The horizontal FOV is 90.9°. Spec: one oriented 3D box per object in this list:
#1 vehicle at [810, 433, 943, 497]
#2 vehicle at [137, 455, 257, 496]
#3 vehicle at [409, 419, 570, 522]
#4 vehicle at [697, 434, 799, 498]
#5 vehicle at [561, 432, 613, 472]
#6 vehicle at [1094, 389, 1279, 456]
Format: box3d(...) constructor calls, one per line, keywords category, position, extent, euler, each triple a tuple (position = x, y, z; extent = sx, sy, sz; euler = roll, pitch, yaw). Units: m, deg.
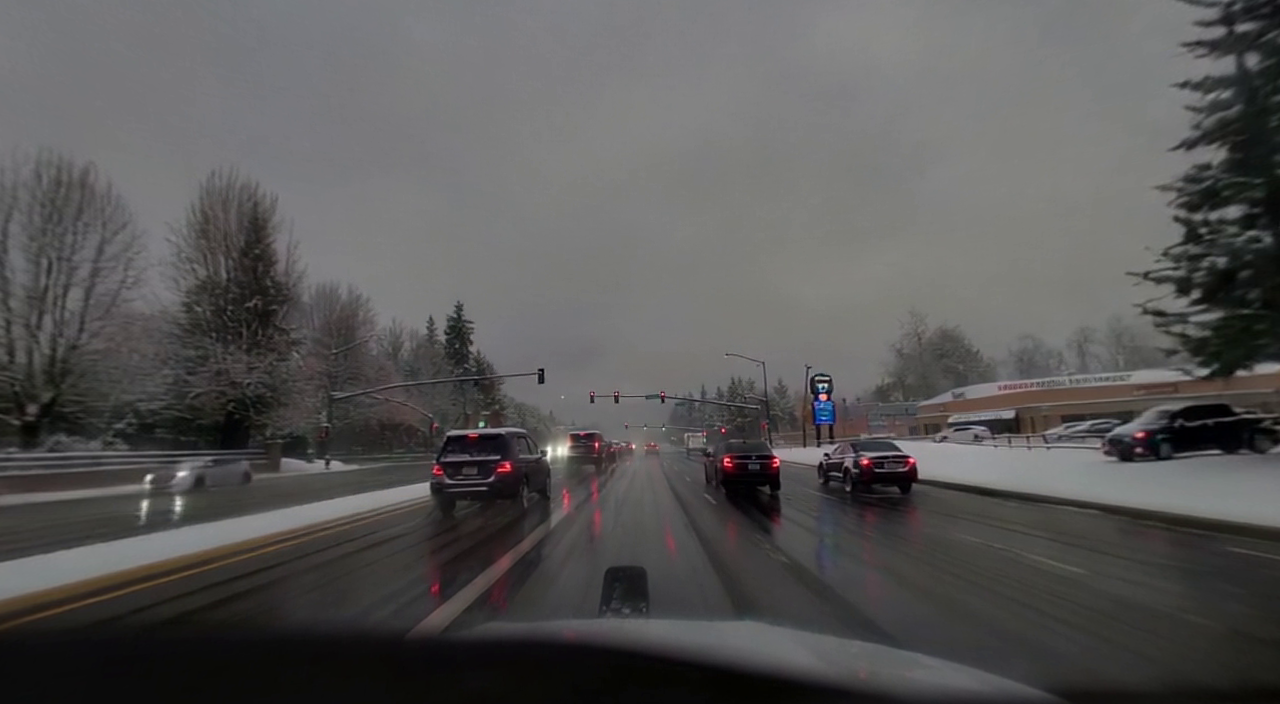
box3d(category="vehicle", position=(6.372, 3.104, 17.673), extent=(1.881, 1.540, 4.750), euler=(0, -9, 0))
box3d(category="vehicle", position=(-17.837, 4.975, 25.680), extent=(1.749, 1.454, 4.318), euler=(0, -9, 0))
box3d(category="vehicle", position=(-2.813, 2.353, 12.972), extent=(2.141, 1.719, 4.379), euler=(-1, -9, 1))
box3d(category="vehicle", position=(2.803, 3.069, 17.365), extent=(2.004, 1.512, 4.206), euler=(0, -9, 0))
box3d(category="vehicle", position=(-2.509, 4.899, 31.045), extent=(2.117, 1.799, 4.442), euler=(0, -9, 1))
box3d(category="vehicle", position=(16.619, 2.172, 18.903), extent=(4.953, 1.804, 2.337), euler=(3, -9, -21))
